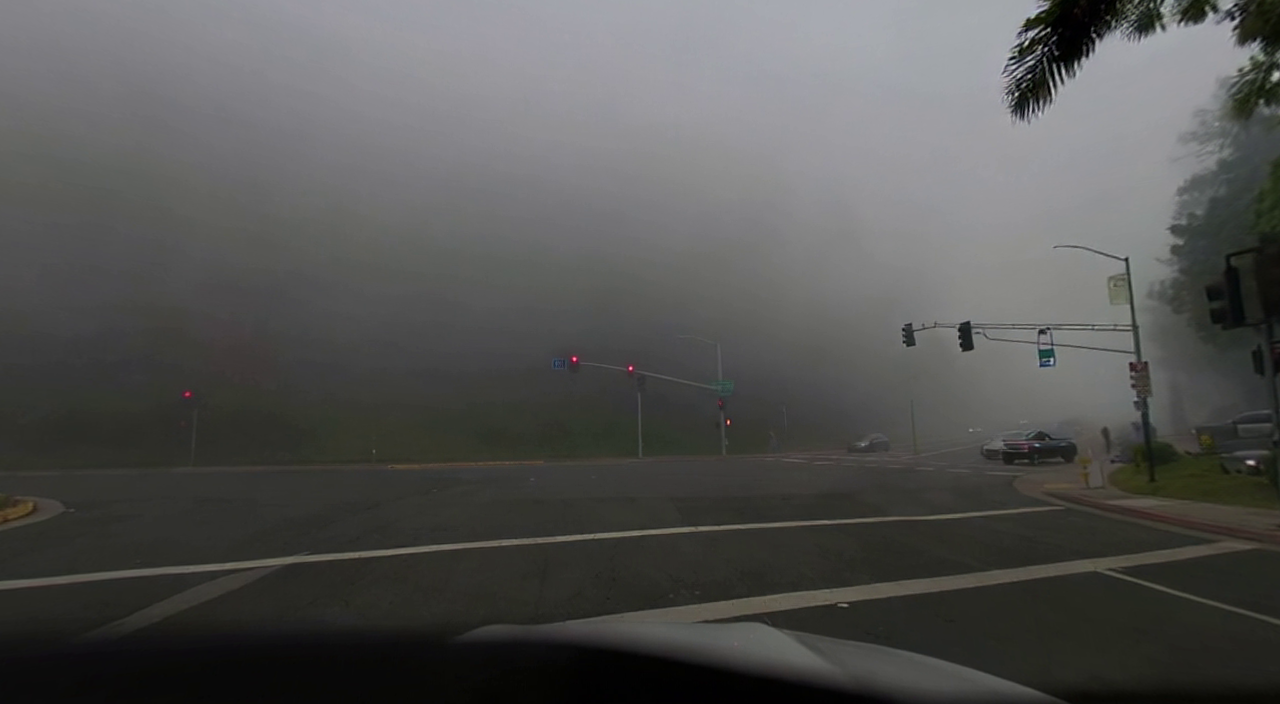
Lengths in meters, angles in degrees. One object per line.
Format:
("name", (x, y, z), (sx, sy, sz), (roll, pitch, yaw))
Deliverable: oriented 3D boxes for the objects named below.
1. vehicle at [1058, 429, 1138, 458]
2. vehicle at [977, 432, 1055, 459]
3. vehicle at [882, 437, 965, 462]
("vehicle", (36.100, 7.209, 49.749), (6.148, 2.119, 2.473), (4, -10, -28))
("vehicle", (26.949, 6.733, 45.279), (5.032, 1.828, 2.183), (4, -9, -24))
("vehicle", (18.687, 6.432, 41.623), (5.234, 1.549, 1.982), (4, -9, -24))
